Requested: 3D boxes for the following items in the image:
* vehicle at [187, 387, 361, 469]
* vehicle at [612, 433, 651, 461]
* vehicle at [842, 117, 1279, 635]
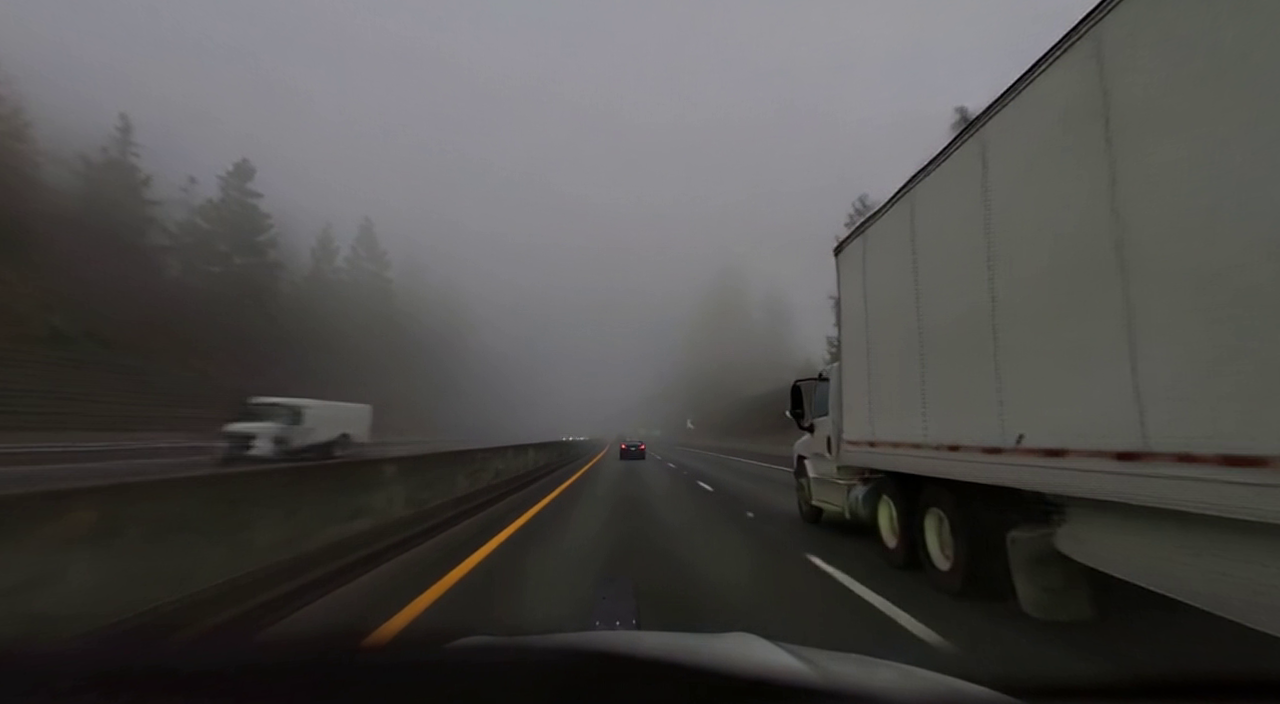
[{"bbox_3d":[-12.776,2.797,22.793,2.332,2.493,6.723,0,-8,-1],"label":"vehicle"},{"bbox_3d":[-0.480,5.362,35.782,2.119,1.480,4.000,0,-8,-1],"label":"vehicle"},{"bbox_3d":[4.222,0.289,6.575,3.009,4.109,3.167,0,-8,0],"label":"vehicle"}]
